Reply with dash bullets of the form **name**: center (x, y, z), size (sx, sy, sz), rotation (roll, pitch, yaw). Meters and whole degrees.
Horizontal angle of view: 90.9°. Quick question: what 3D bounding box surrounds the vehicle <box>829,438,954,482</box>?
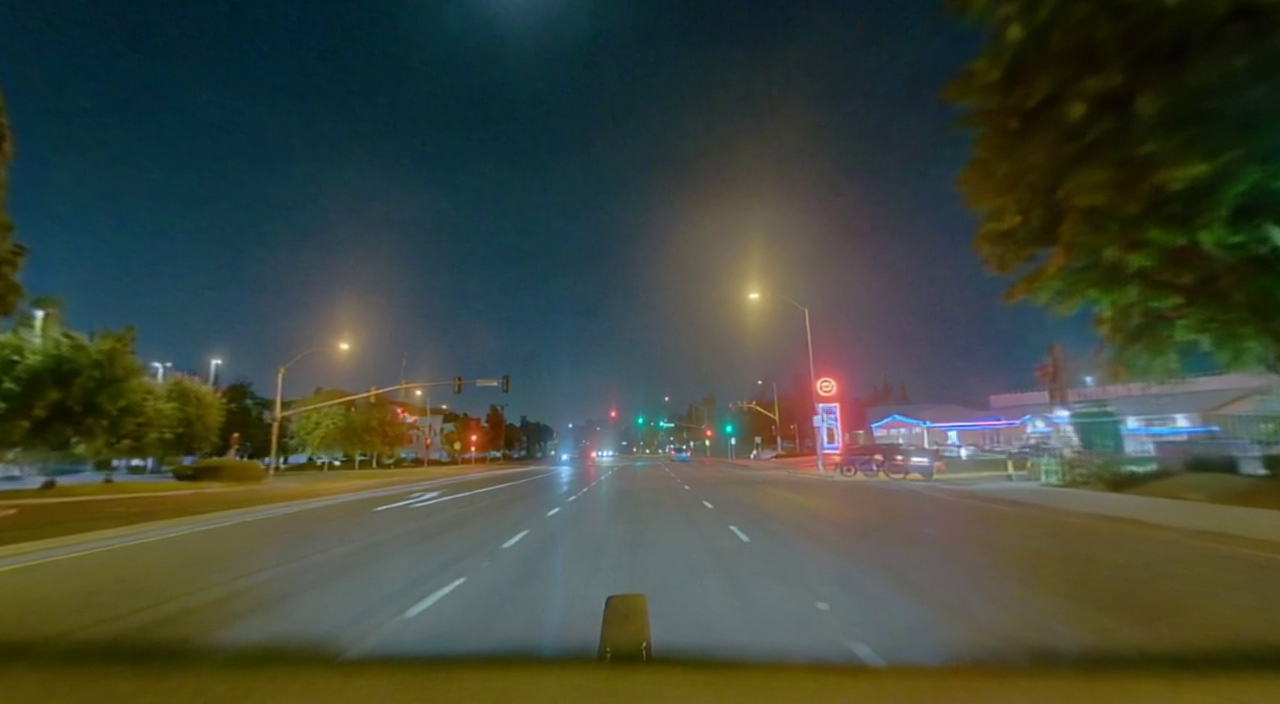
- **vehicle**: center (9.612, 4.151, 24.399), size (4.007, 1.591, 1.915), rotation (-1, -8, 2)
